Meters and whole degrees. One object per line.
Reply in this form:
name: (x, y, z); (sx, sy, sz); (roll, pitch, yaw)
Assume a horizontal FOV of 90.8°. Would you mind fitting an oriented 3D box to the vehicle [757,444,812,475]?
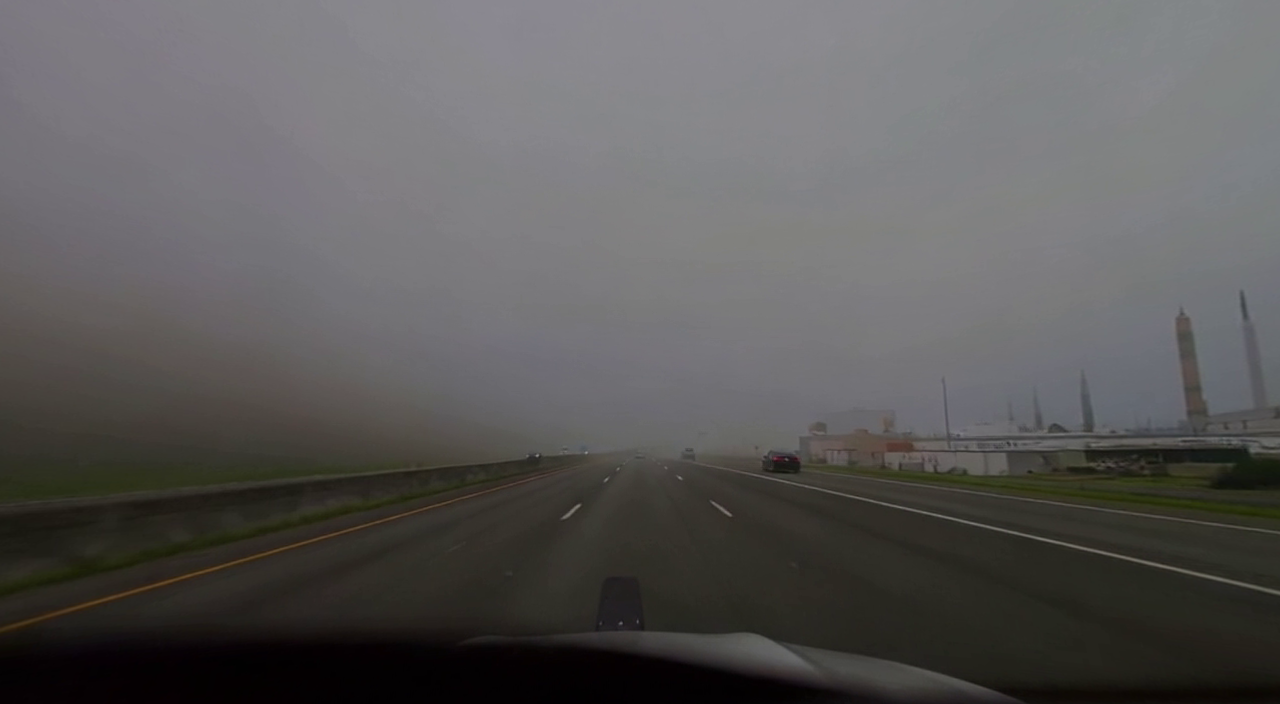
vehicle: (7.650, 5.720, 33.706); (1.923, 1.516, 3.815); (0, -9, -2)
